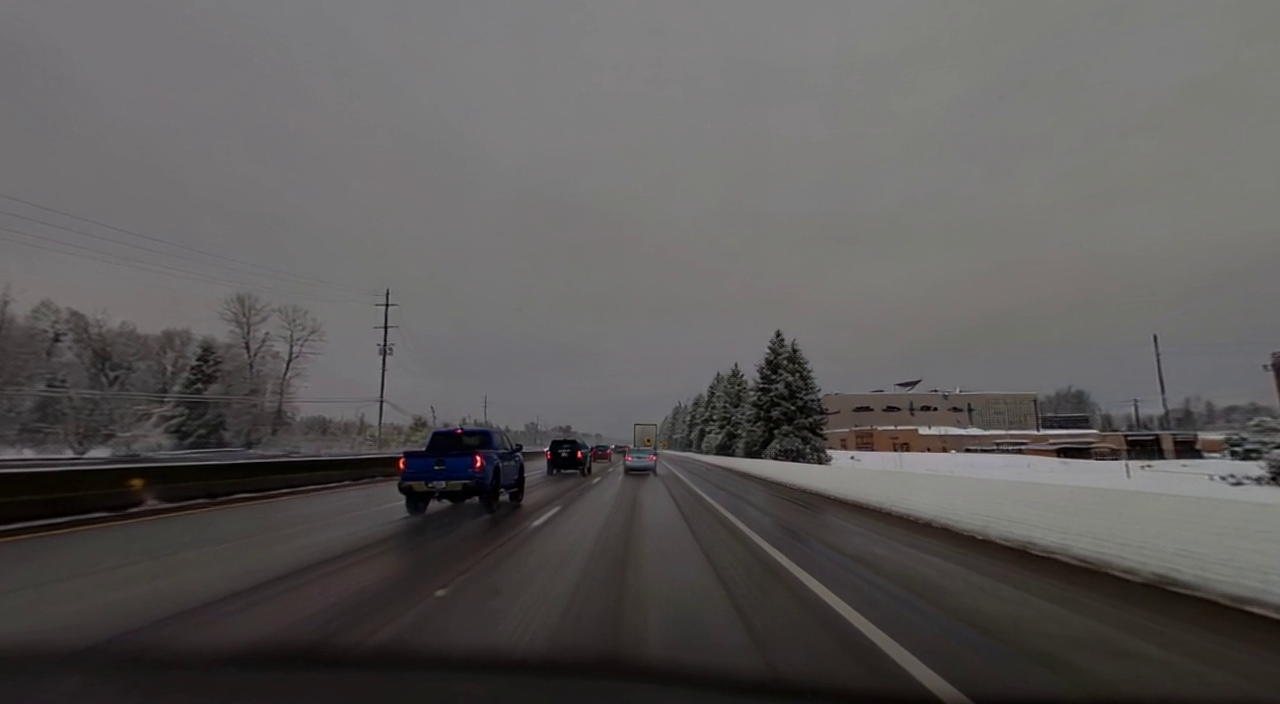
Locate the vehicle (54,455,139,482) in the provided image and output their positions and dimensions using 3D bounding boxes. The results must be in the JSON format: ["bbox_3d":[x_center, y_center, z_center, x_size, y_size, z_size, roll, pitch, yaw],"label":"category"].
[{"bbox_3d":[-39.286,8.414,45.758,1.918,1.723,4.762,0,-8,0],"label":"vehicle"}]

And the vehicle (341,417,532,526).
[{"bbox_3d":[-3.956,2.439,13.529,2.198,1.848,5.346,-1,-8,1],"label":"vehicle"}]

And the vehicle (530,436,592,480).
[{"bbox_3d":[-3.472,4.751,28.612,2.133,1.789,4.518,-1,-8,1],"label":"vehicle"}]

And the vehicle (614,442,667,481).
[{"bbox_3d":[-0.002,4.559,26.552,2.047,1.473,3.978,0,-8,-1],"label":"vehicle"}]
